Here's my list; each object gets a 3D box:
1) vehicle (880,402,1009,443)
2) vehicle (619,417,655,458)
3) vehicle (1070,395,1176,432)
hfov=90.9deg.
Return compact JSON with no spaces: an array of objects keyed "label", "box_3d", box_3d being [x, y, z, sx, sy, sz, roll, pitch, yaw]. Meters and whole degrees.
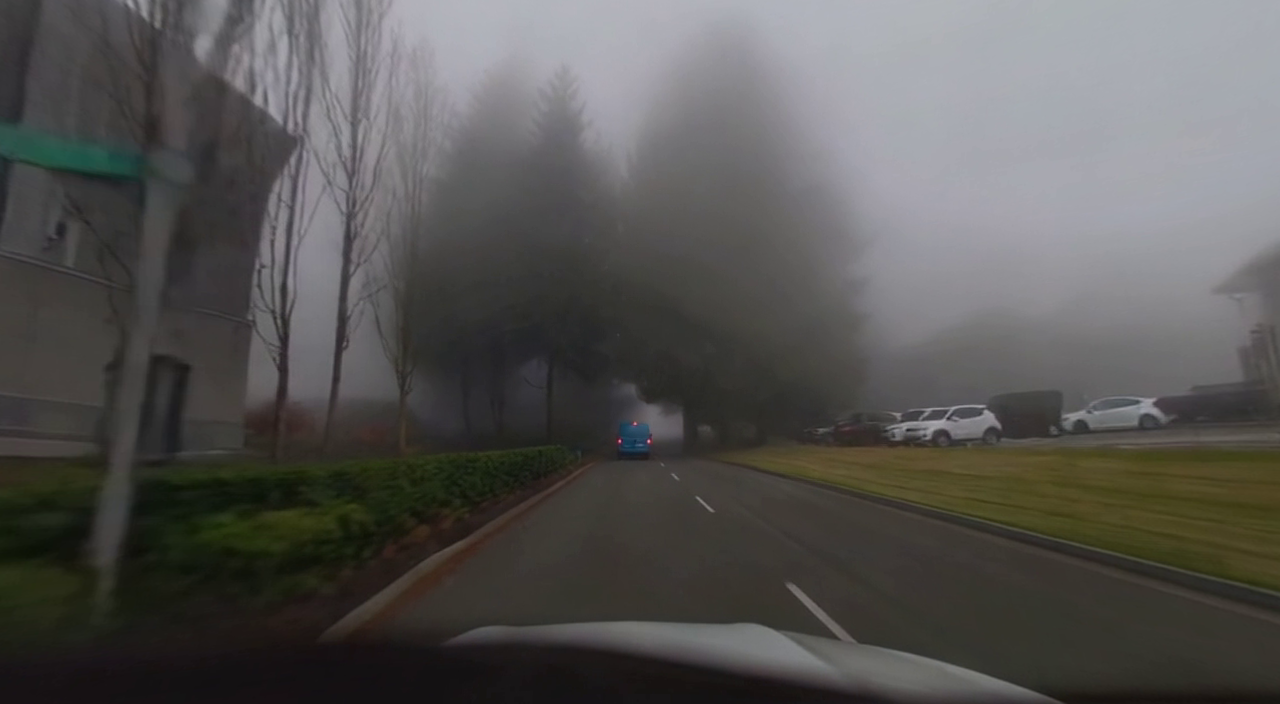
[{"label":"vehicle","box_3d":[12.234,2.859,25.484,4.184,1.578,1.976,0,-8,-4]},{"label":"vehicle","box_3d":[-0.227,6.166,45.532,2.435,2.816,5.232,0,-8,-1]},{"label":"vehicle","box_3d":[23.056,2.960,30.149,3.556,1.469,1.774,-3,-8,-4]}]
